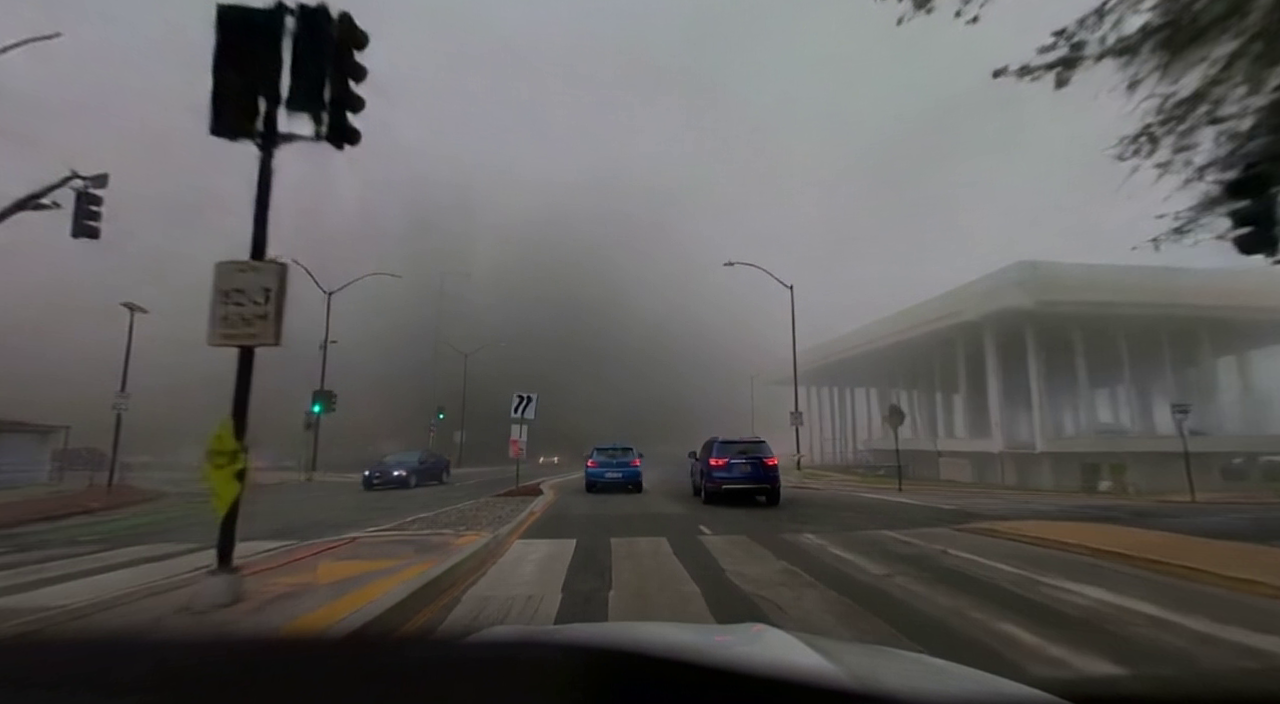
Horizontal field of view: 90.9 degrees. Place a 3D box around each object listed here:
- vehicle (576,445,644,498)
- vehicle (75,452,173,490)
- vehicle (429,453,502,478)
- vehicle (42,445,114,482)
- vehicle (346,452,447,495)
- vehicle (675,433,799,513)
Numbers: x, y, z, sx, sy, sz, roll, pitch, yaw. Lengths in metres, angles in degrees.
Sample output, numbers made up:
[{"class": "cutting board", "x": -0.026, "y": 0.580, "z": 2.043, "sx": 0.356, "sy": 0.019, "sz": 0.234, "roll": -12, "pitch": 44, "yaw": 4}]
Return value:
[{"class": "vehicle", "x": -1.001, "y": 4.071, "z": 21.805, "sx": 2.132, "sy": 1.632, "sz": 3.889, "roll": 0, "pitch": -9, "yaw": -2}, {"class": "vehicle", "x": -23.047, "y": 5.228, "z": 28.090, "sx": 4.653, "sy": 1.459, "sz": 2.228, "roll": -6, "pitch": -11, "yaw": 37}, {"class": "vehicle", "x": -11.262, "y": 7.341, "z": 41.020, "sx": 2.012, "sy": 1.490, "sz": 4.351, "roll": -6, "pitch": -11, "yaw": 29}, {"class": "vehicle", "x": -30.346, "y": 5.997, "z": 33.979, "sx": 4.523, "sy": 1.855, "sz": 2.317, "roll": -9, "pitch": -13, "yaw": 42}, {"class": "vehicle", "x": -9.490, "y": 4.747, "z": 25.096, "sx": 2.121, "sy": 1.513, "sz": 4.827, "roll": 0, "pitch": -9, "yaw": 0}, {"class": "vehicle", "x": 2.313, "y": 3.113, "z": 16.643, "sx": 2.320, "sy": 1.772, "sz": 4.872, "roll": 0, "pitch": -9, "yaw": -2}]
